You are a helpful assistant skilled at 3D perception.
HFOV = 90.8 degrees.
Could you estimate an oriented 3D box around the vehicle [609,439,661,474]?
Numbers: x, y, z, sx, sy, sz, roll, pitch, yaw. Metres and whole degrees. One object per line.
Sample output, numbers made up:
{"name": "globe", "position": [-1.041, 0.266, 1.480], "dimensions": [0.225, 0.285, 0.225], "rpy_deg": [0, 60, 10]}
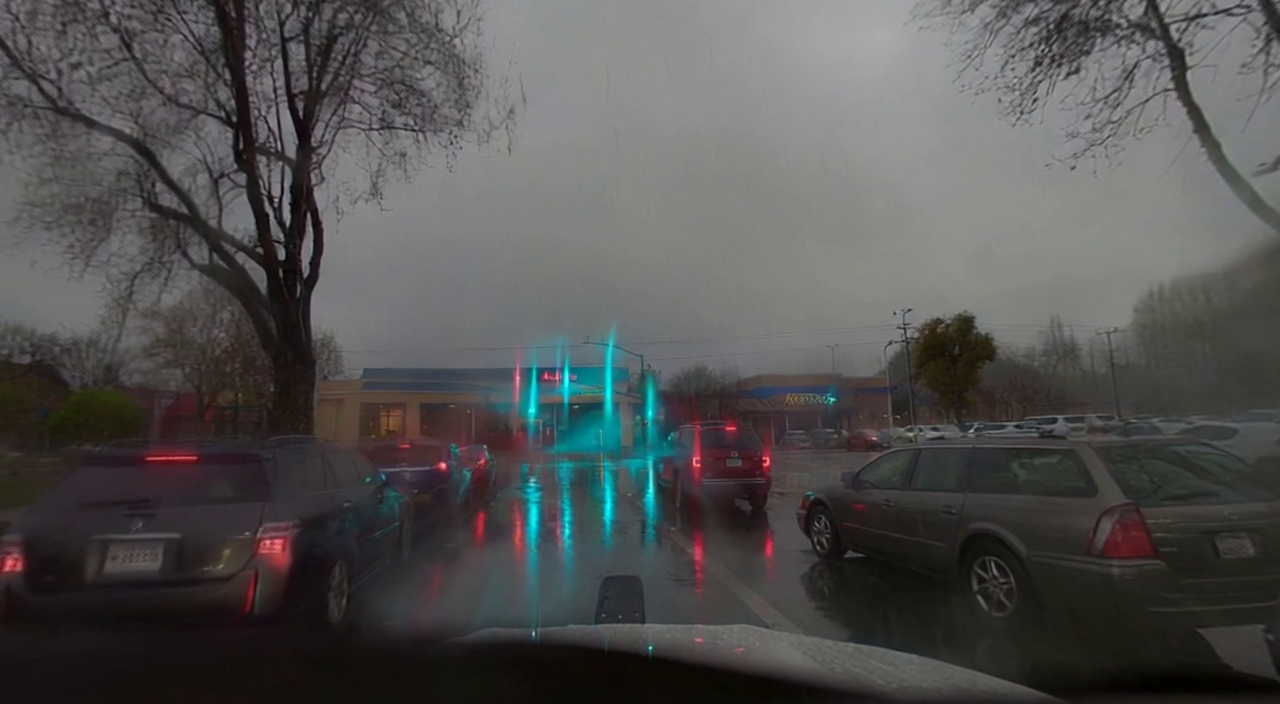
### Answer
{"name": "vehicle", "position": [-0.318, 4.792, 29.197], "dimensions": [1.910, 1.493, 4.490], "rpy_deg": [1, -8, -7]}

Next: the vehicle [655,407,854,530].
{"name": "vehicle", "position": [1.902, 2.247, 12.868], "dimensions": [2.324, 1.907, 5.634], "rpy_deg": [1, -8, -7]}

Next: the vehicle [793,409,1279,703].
{"name": "vehicle", "position": [3.164, 1.399, 5.637], "dimensions": [1.904, 1.494, 4.864], "rpy_deg": [1, -8, -6]}

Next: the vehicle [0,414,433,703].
{"name": "vehicle", "position": [-3.003, 1.398, 5.480], "dimensions": [1.968, 1.497, 4.286], "rpy_deg": [2, -9, -14]}

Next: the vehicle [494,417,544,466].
{"name": "vehicle", "position": [-8.750, 6.603, 46.635], "dimensions": [2.820, 3.263, 7.986], "rpy_deg": [1, -8, -6]}

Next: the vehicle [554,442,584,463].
{"name": "vehicle", "position": [-5.267, 7.358, 46.523], "dimensions": [2.095, 1.473, 4.301], "rpy_deg": [1, -8, -7]}
